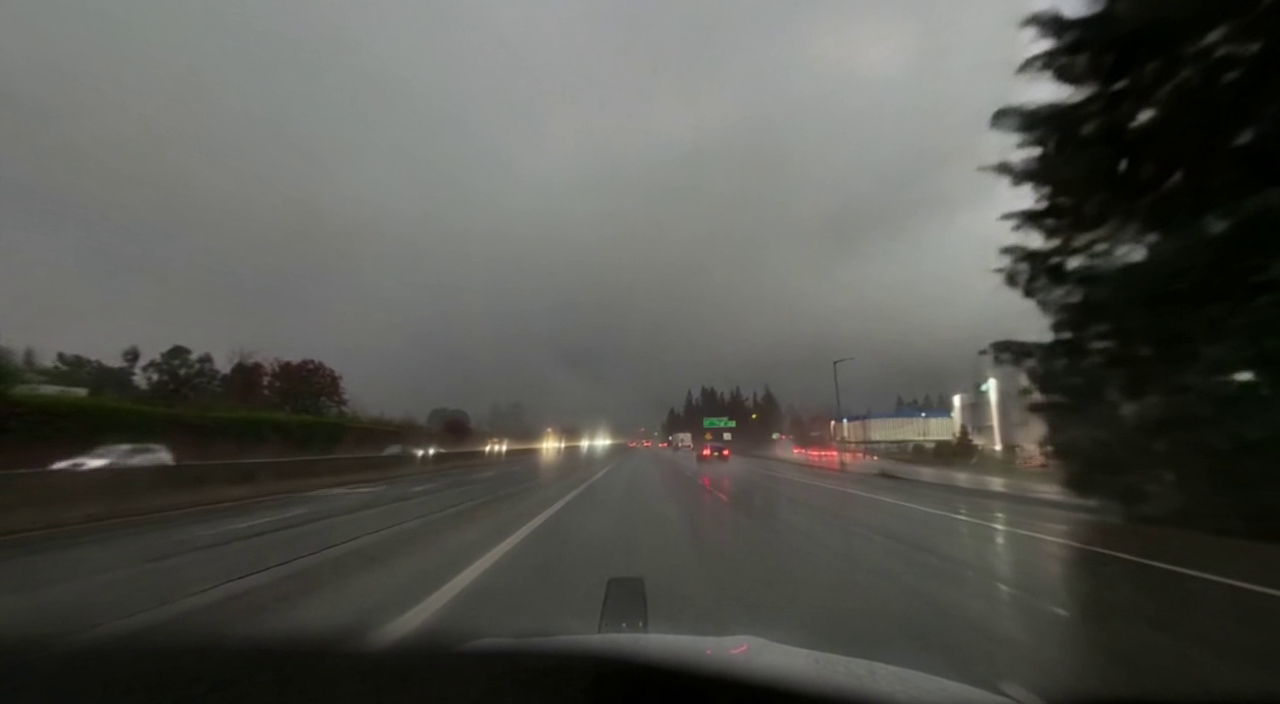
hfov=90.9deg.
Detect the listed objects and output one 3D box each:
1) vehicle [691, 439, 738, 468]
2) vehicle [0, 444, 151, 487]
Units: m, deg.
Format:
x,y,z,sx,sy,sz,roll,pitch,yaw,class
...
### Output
x,y,z,sx,sy,sz,roll,pitch,yaw,class
4.104,5.617,35.193,2.062,1.518,4.026,0,-8,-1,vehicle
-28.135,5.618,31.773,2.185,1.939,5.801,0,-8,1,vehicle
